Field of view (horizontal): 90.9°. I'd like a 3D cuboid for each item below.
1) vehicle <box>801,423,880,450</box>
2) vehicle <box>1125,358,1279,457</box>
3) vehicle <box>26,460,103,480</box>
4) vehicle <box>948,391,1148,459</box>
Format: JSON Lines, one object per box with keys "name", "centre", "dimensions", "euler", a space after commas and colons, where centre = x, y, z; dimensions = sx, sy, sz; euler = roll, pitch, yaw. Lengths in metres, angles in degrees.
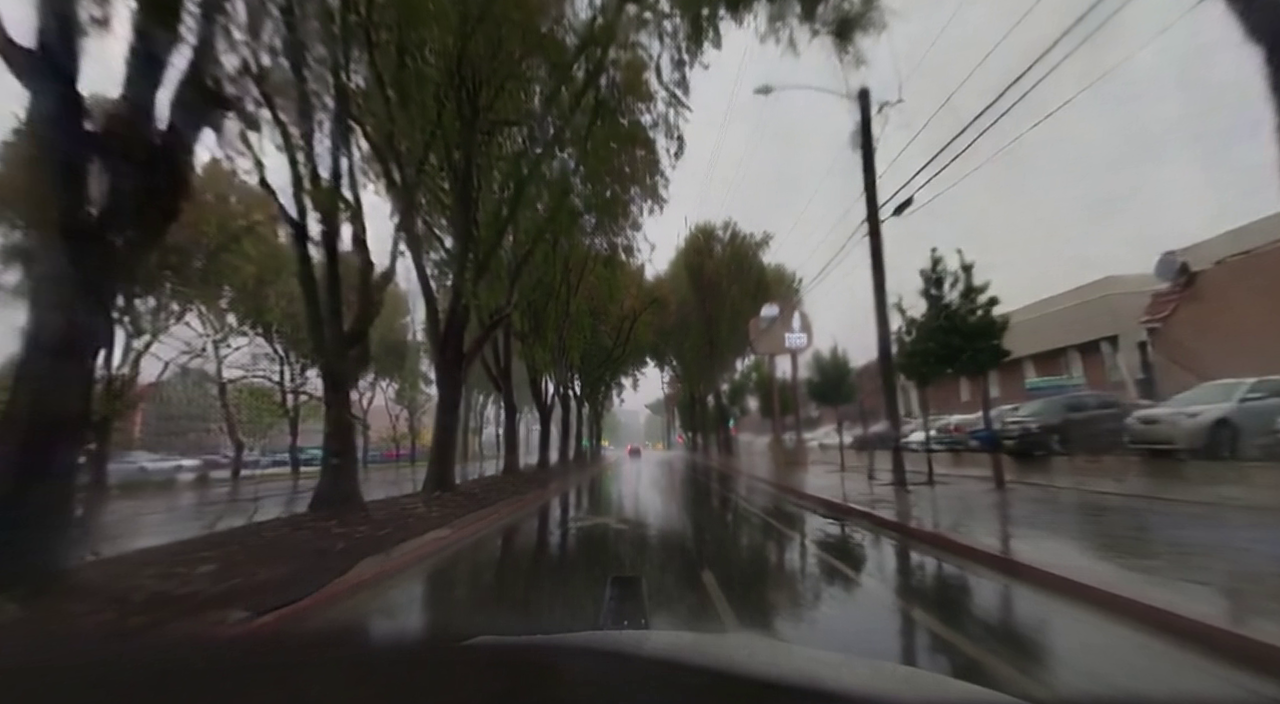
{"name": "vehicle", "centre": [13.160, 5.603, 41.648], "dimensions": [4.469, 1.709, 2.098], "euler": [0, -8, 0]}
{"name": "vehicle", "centre": [12.786, 1.141, 12.361], "dimensions": [4.719, 1.763, 2.128], "euler": [0, -8, -1]}
{"name": "vehicle", "centre": [-44.352, 9.078, 48.626], "dimensions": [4.162, 1.448, 1.900], "euler": [0, -8, 2]}
{"name": "vehicle", "centre": [12.853, 2.336, 20.163], "dimensions": [4.713, 1.767, 2.268], "euler": [-4, -7, 2]}
